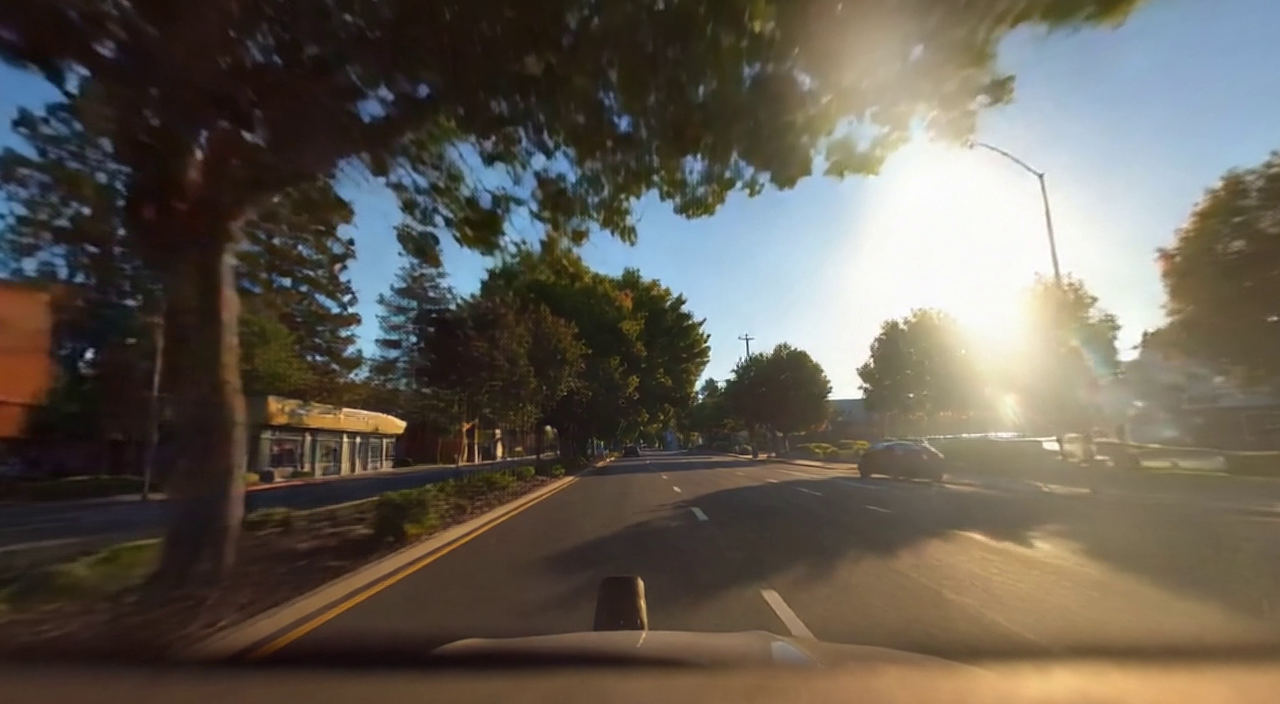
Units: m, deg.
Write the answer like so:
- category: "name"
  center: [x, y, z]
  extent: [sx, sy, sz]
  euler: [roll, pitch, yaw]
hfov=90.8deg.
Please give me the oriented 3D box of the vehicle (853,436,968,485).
- category: "vehicle"
  center: [9.576, 3.864, 22.842]
  extent: [1.981, 1.557, 4.456]
  euler: [0, -9, -3]
